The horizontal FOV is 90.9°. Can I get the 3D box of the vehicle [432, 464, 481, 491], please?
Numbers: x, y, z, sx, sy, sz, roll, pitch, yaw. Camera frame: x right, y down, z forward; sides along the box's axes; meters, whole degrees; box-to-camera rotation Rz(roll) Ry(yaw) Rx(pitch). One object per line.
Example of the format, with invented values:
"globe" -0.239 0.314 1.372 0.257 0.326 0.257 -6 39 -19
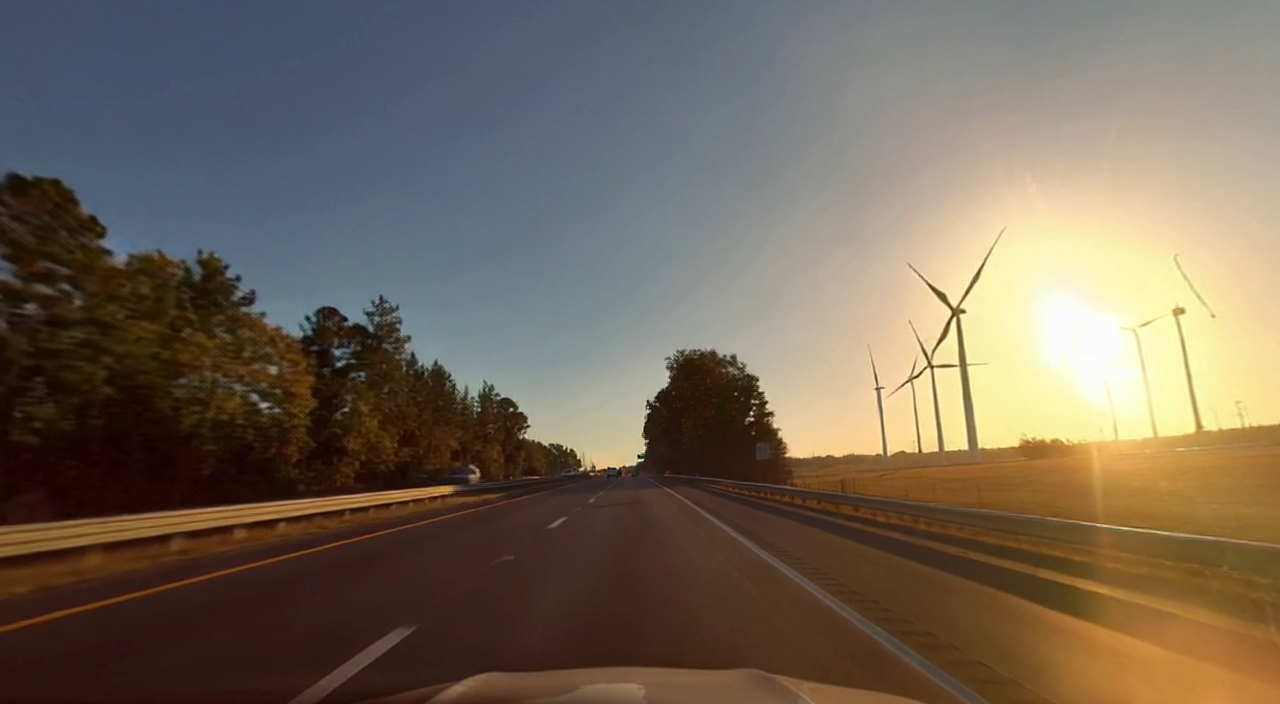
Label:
"vehicle" -12.643 8.672 43.612 1.977 1.680 4.321 1 -11 1
